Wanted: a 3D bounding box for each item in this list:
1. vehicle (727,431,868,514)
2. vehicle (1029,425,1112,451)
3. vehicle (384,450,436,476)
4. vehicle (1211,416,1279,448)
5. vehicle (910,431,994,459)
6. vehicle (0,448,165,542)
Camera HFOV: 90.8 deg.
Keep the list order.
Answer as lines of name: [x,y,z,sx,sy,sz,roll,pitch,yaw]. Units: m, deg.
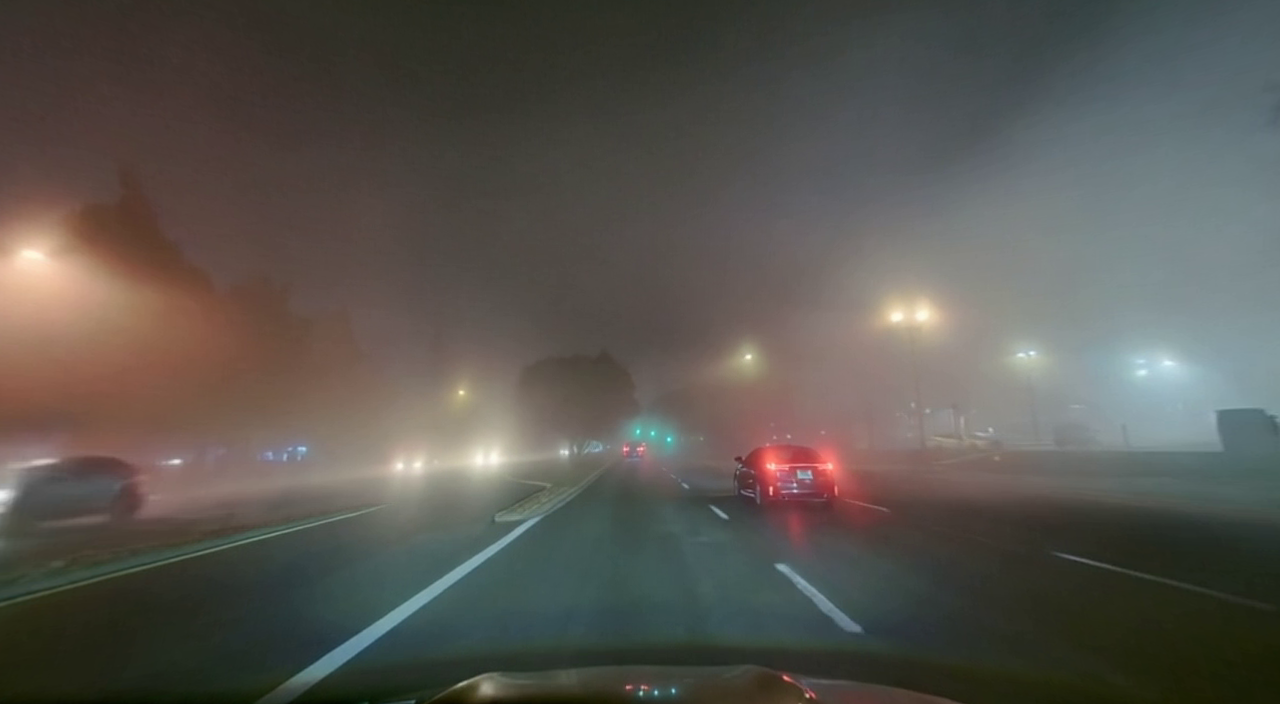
vehicle: [3.456,2.739,14.933,1.995,1.616,4.729,0,-8,-2]
vehicle: [32.350,6.456,47.548,4.597,1.886,2.143,0,-8,0]
vehicle: [-16.662,8.011,46.004,2.032,1.728,4.633,0,-8,0]
vehicle: [39.263,5.053,39.894,4.356,1.913,2.003,0,-8,-2]
vehicle: [19.979,5.943,40.559,4.376,1.735,1.854,0,-8,-2]
vehicle: [-12.440,2.771,12.671,2.044,1.631,4.777,0,-8,0]
